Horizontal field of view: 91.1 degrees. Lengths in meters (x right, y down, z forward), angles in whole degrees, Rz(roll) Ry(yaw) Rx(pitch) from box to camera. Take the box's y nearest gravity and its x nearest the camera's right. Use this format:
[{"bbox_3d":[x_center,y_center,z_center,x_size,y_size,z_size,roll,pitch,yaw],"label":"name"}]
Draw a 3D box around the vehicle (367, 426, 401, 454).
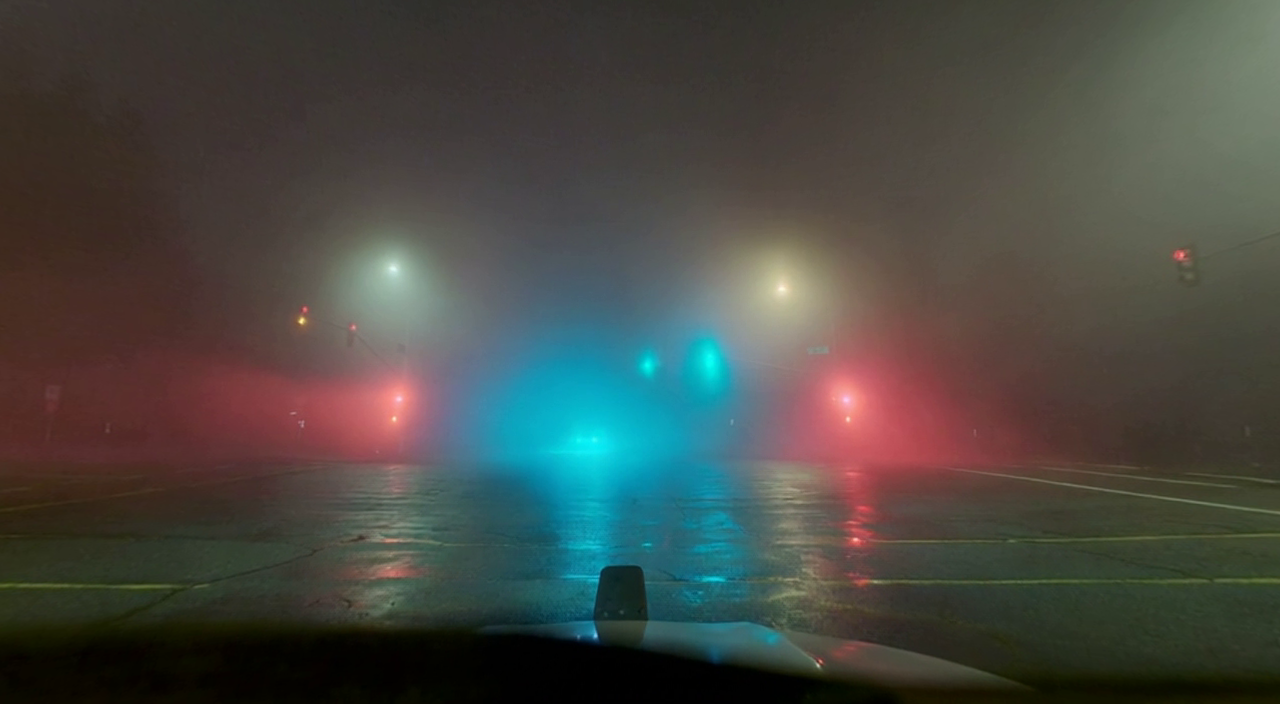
[{"bbox_3d":[-19.956,6.849,48.883,1.873,2.079,2.879,5,-10,-33],"label":"vehicle"}]
